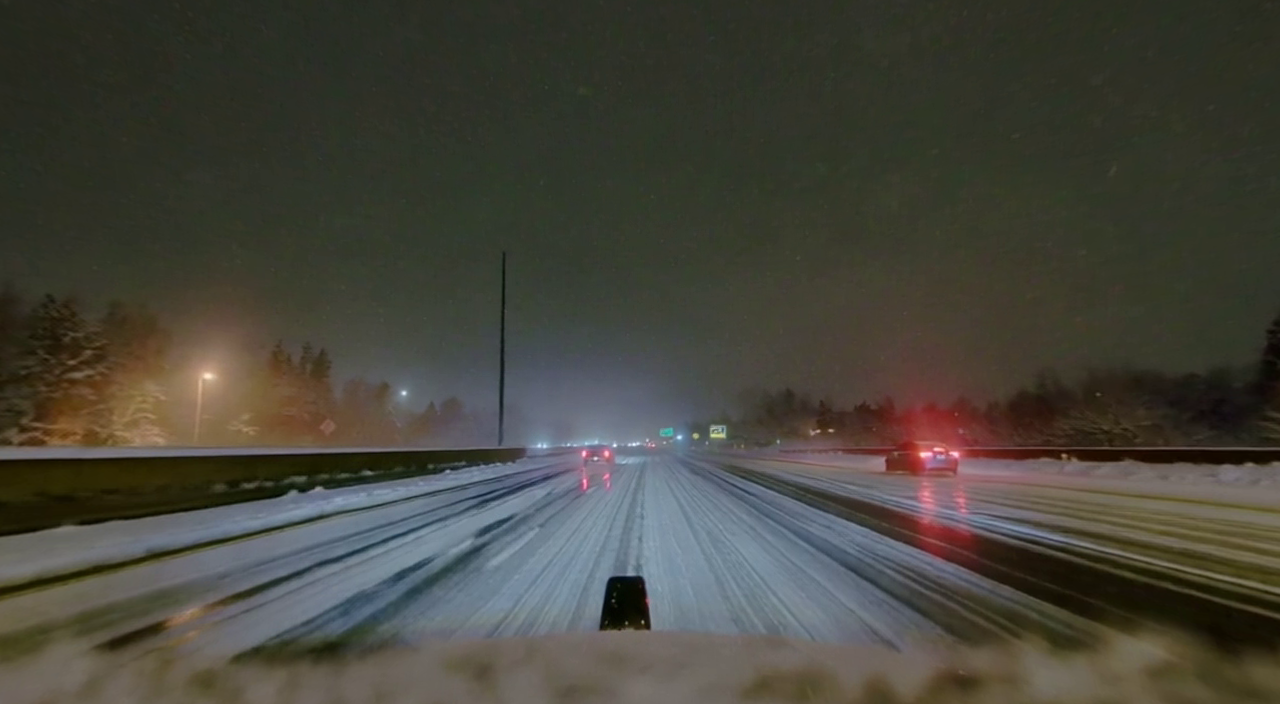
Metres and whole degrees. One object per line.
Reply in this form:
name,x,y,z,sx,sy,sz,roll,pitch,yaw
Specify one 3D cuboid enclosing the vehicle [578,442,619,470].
vehicle,-2.405,6.147,37.464,1.968,1.504,3.892,0,-8,3
